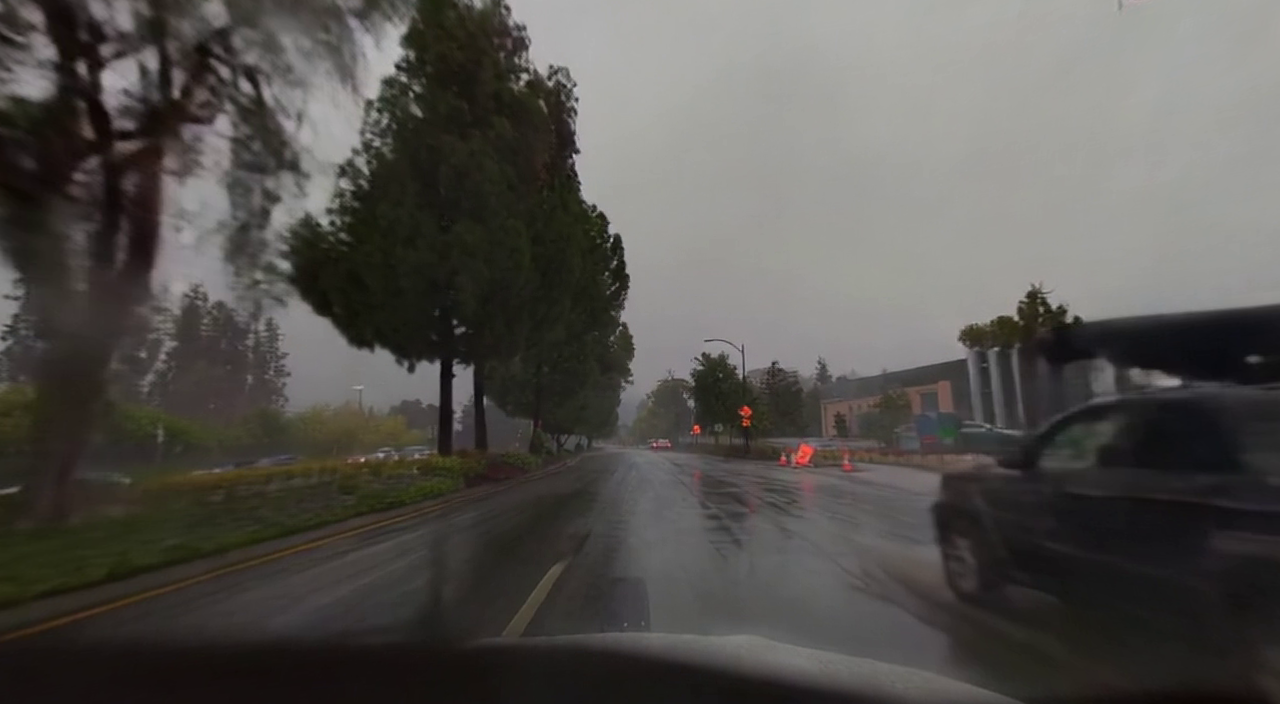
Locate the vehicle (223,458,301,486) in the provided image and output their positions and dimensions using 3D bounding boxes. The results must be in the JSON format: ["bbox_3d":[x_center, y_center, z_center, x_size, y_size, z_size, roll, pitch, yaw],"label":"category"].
[{"bbox_3d":[-22.195,7.039,37.254,1.863,1.470,4.526,0,-8,-1],"label":"vehicle"}]

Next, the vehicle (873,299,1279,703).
[{"bbox_3d":[4.132,0.924,3.875,2.660,1.980,6.934,0,-8,-1],"label":"vehicle"}]

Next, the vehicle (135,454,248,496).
[{"bbox_3d":[-21.847,5.971,31.028,1.941,1.743,5.264,0,-8,-4],"label":"vehicle"}]

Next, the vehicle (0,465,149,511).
[{"bbox_3d":[-21.755,5.200,24.515,1.746,1.447,4.448,0,-8,-1],"label":"vehicle"}]
